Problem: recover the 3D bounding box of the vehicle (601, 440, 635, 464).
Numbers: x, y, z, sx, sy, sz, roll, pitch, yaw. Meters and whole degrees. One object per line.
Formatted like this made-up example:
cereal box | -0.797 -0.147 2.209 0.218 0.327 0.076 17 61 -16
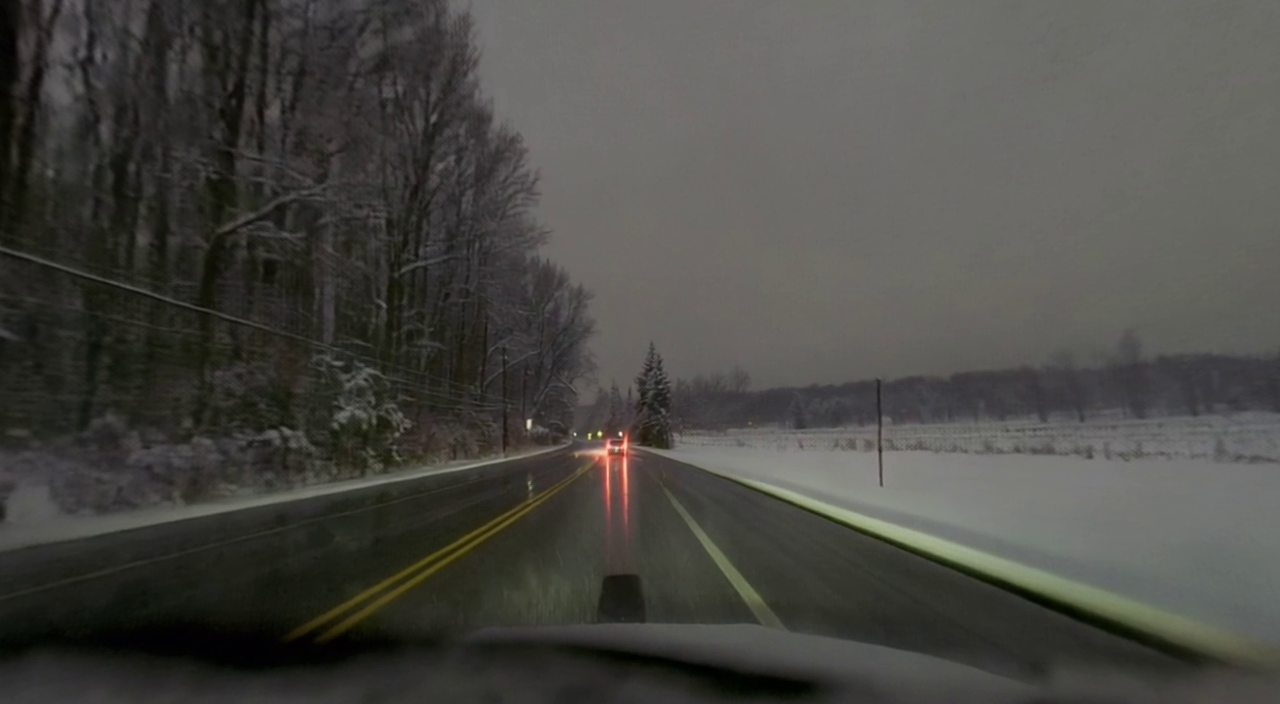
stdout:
vehicle | -1.396 6.370 40.378 2.042 1.489 3.963 0 -8 -2
